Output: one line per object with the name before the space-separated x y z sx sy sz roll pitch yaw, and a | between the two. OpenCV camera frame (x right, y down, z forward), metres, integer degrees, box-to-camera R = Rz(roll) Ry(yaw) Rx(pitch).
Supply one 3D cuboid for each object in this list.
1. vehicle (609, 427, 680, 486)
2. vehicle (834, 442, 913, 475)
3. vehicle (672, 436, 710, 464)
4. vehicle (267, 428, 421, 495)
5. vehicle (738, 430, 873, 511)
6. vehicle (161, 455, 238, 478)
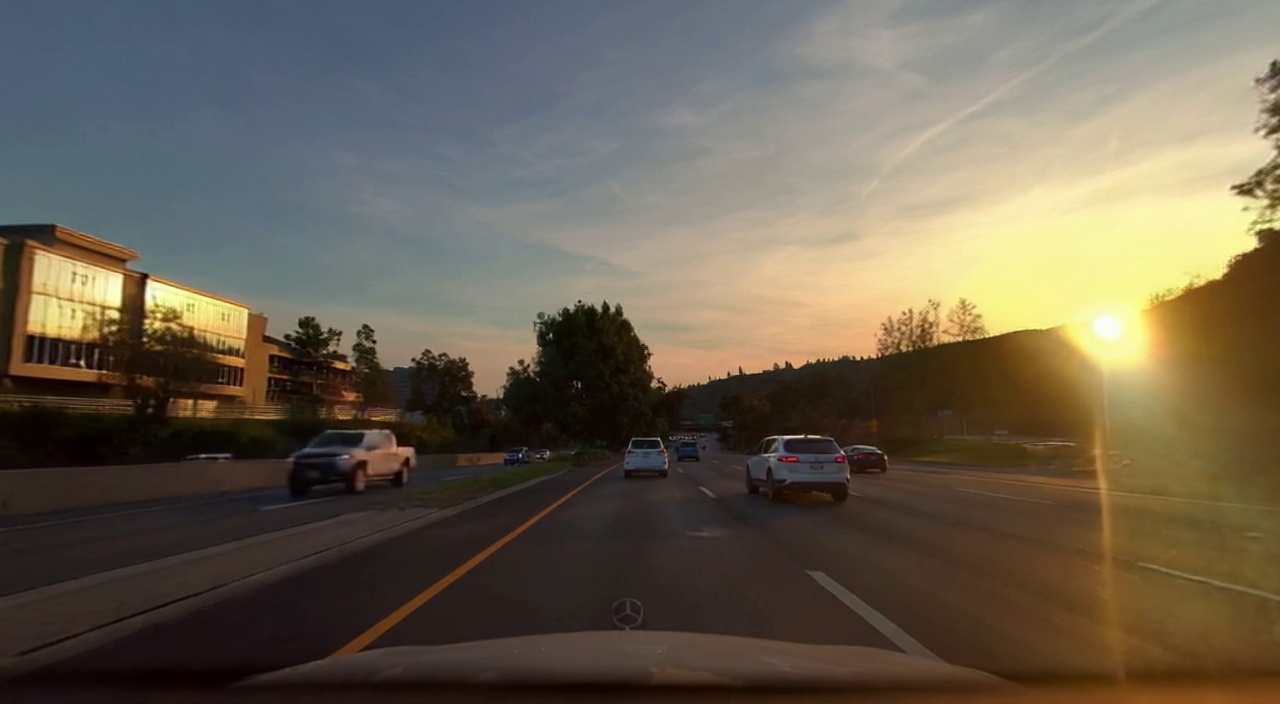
vehicle | 0.163 3.715 22.673 2.290 1.862 4.454 0 -8 0
vehicle | 10.953 5.005 29.951 2.027 1.446 4.470 0 -8 0
vehicle | 3.800 7.458 47.927 2.328 1.987 5.440 0 -8 -1
vehicle | -10.807 4.064 23.886 2.614 2.135 6.505 0 -8 0
vehicle | 3.614 2.659 14.644 2.042 1.592 4.047 0 -8 0
vehicle | -31.328 8.133 45.066 1.912 1.493 4.743 -1 -8 3
